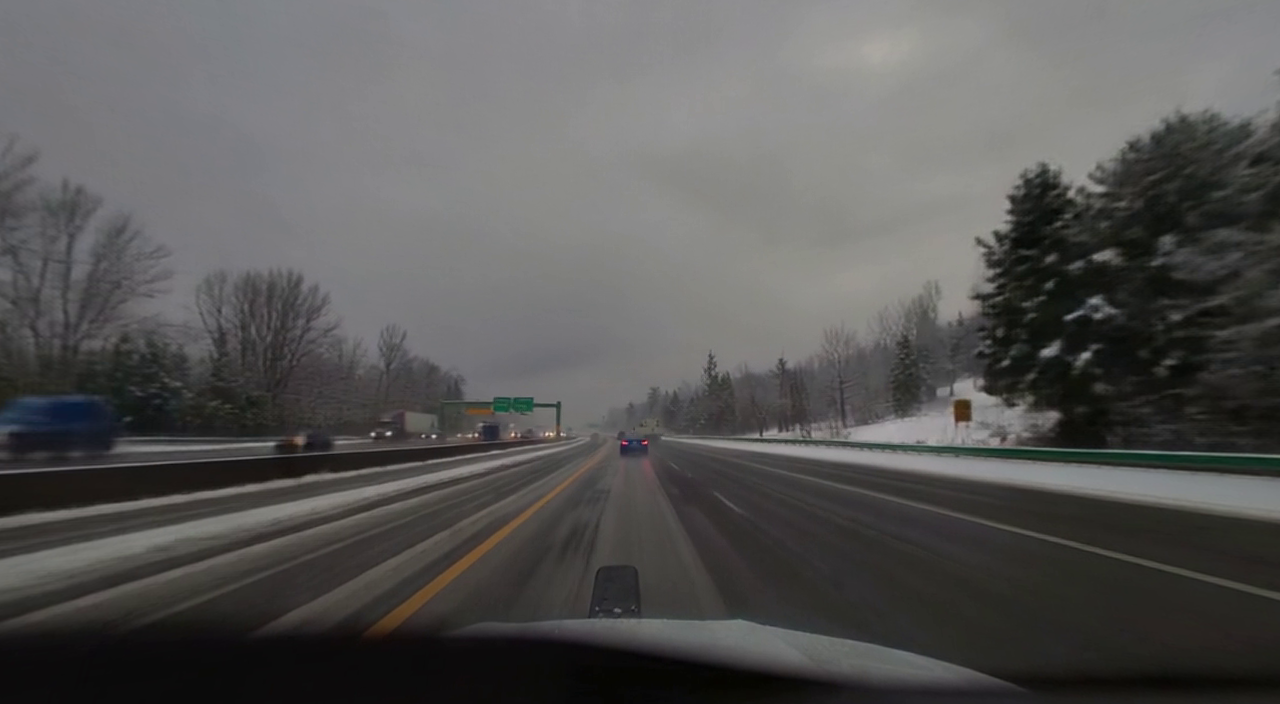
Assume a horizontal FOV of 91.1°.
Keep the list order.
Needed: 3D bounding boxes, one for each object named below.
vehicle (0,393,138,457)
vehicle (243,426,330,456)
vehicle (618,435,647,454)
[{"bbox_3d":[-26.308,3.361,28.439,2.310,2.581,5.922,0,-8,-1],"label":"vehicle"},{"bbox_3d":[-18.477,4.684,33.146,1.896,1.484,4.705,0,-8,0],"label":"vehicle"},{"bbox_3d":[-0.643,7.216,49.104,2.121,1.445,4.187,0,-8,-2],"label":"vehicle"}]
